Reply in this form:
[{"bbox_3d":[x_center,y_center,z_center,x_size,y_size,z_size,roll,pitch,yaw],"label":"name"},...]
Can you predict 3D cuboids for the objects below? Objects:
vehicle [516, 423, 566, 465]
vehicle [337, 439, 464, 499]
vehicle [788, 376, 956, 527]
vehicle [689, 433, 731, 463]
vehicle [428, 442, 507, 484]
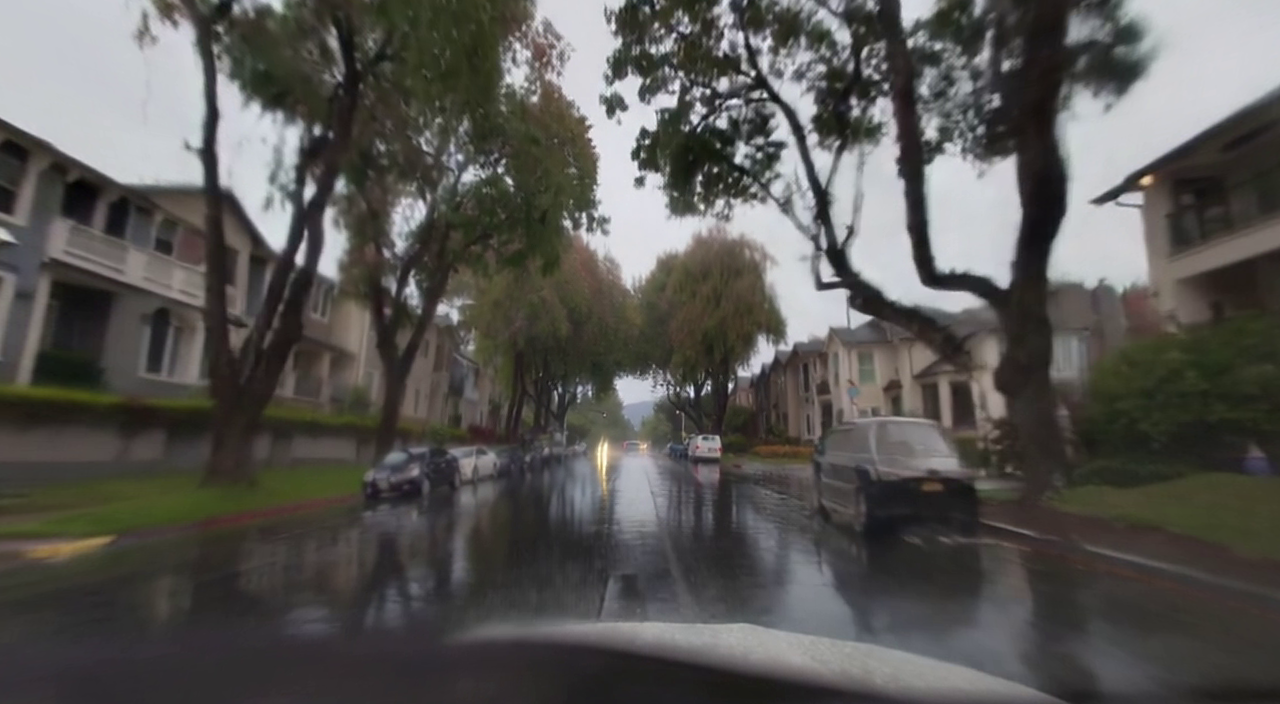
[{"bbox_3d":[-6.726,6.416,43.489,2.341,2.674,5.753,-1,-10,1],"label":"vehicle"},{"bbox_3d":[-6.889,3.437,18.753,2.003,1.501,4.779,-1,-9,-1],"label":"vehicle"},{"bbox_3d":[4.131,1.819,11.652,2.158,2.478,2.078,-1,-9,-1],"label":"vehicle"},{"bbox_3d":[4.719,6.585,43.335,2.216,1.955,4.970,0,-8,-1],"label":"vehicle"},{"bbox_3d":[-6.692,4.341,24.946,1.845,1.475,4.495,-1,-9,0],"label":"vehicle"}]
